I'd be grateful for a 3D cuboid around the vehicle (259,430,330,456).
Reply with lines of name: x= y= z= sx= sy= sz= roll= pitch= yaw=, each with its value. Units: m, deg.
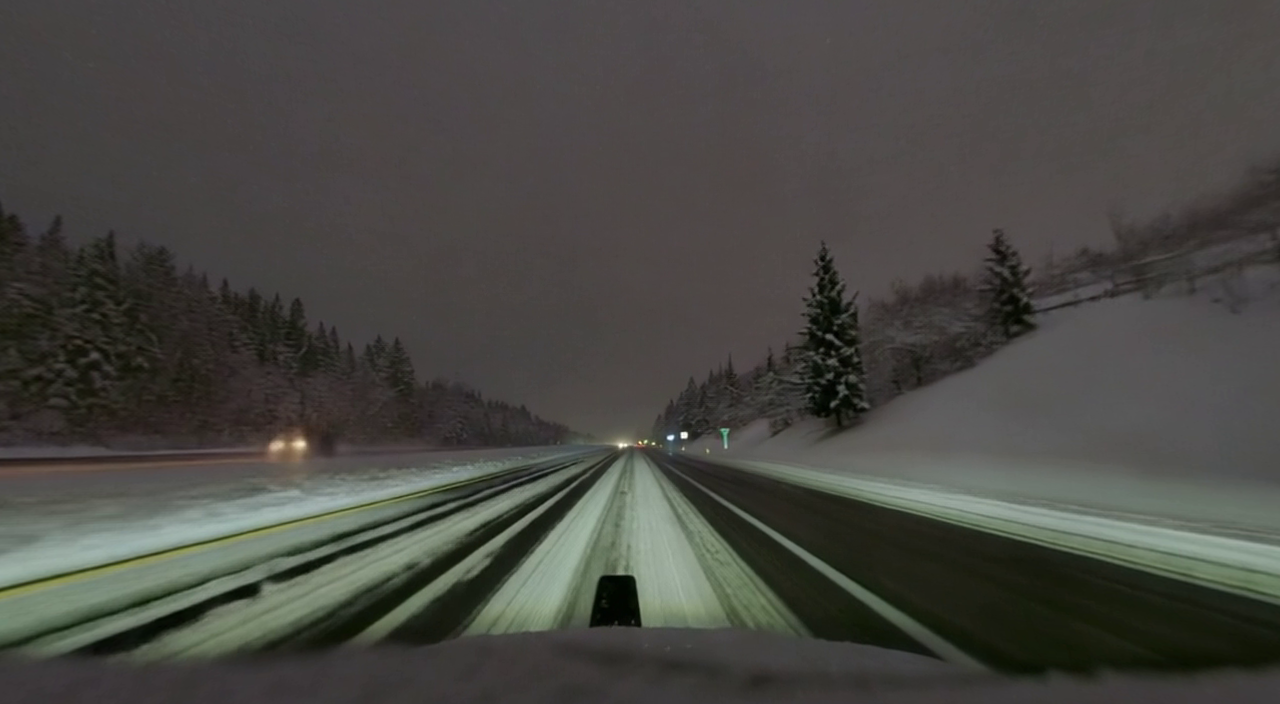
vehicle: x=-20.798 y=5.512 z=38.114 sx=1.800 sy=1.449 sz=4.373 roll=0 pitch=-8 yaw=0
